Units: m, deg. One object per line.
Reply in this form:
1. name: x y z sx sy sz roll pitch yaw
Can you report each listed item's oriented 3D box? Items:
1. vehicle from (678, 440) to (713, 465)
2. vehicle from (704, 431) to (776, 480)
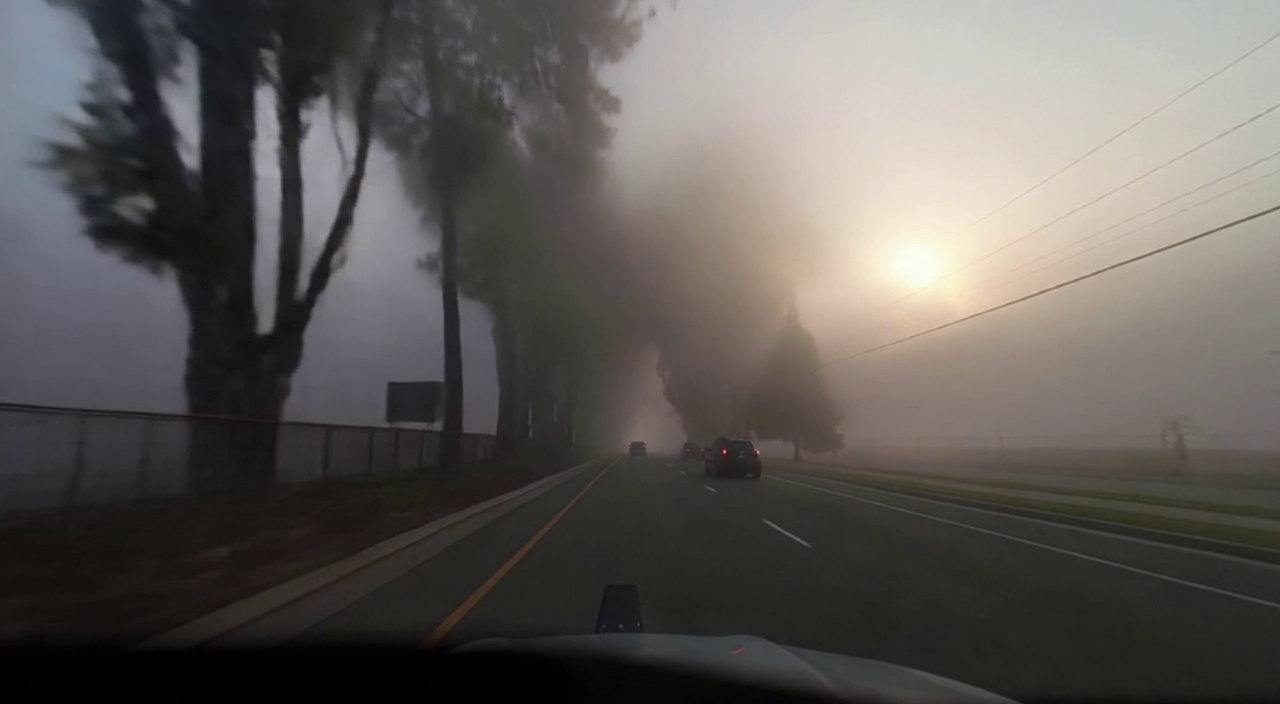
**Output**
1. vehicle: 3.794 6.975 43.870 2.012 1.653 4.115 0 -8 -1
2. vehicle: 4.024 4.280 26.317 2.112 1.825 4.574 0 -8 -2
